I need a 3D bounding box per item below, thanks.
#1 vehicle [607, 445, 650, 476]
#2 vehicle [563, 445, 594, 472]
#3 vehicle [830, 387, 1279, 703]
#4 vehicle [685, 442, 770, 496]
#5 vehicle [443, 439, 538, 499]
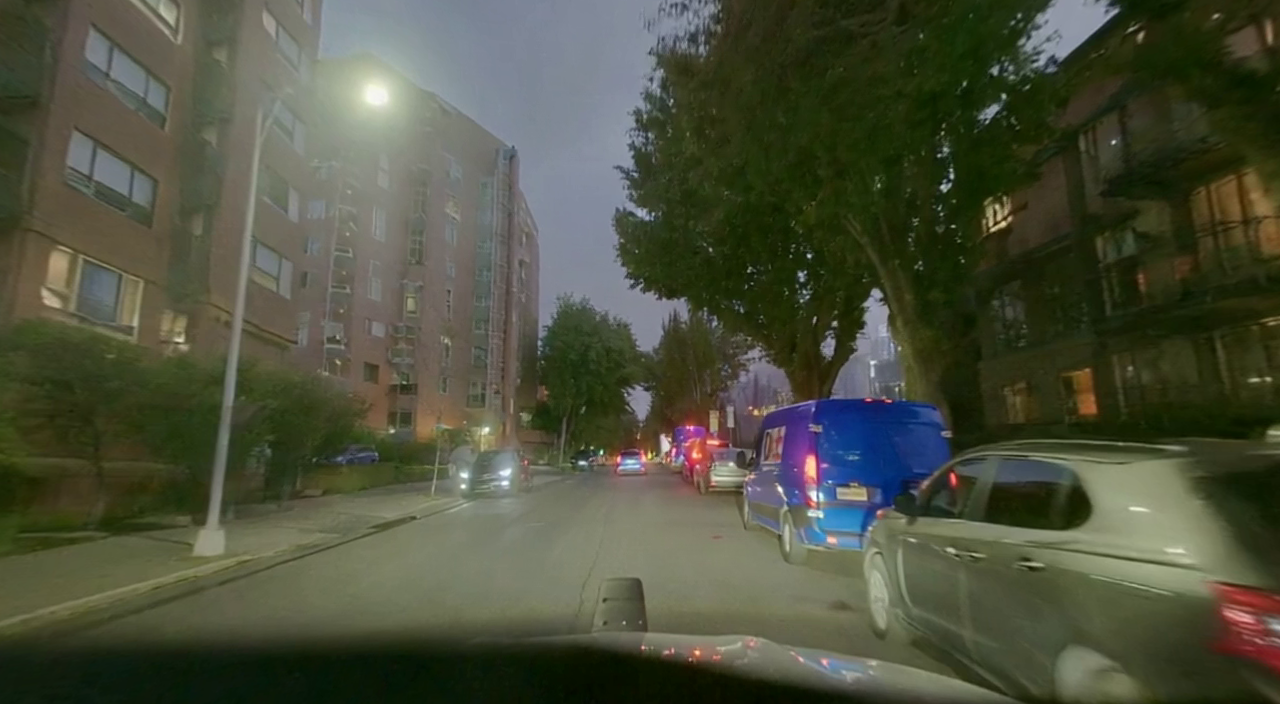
[{"bbox_3d":[-0.617,5.656,33.042,2.095,1.510,3.605,0,-8,-1],"label":"vehicle"},{"bbox_3d":[-4.772,8.298,49.324,1.951,1.662,4.046,1,-4,1],"label":"vehicle"},{"bbox_3d":[2.535,0.995,2.691,1.922,1.476,4.811,0,-8,0],"label":"vehicle"},{"bbox_3d":[2.607,3.586,19.745,1.906,1.471,3.941,0,-8,-3],"label":"vehicle"},{"bbox_3d":[-4.930,3.881,21.449,2.090,1.497,4.639,1,-4,0],"label":"vehicle"}]
